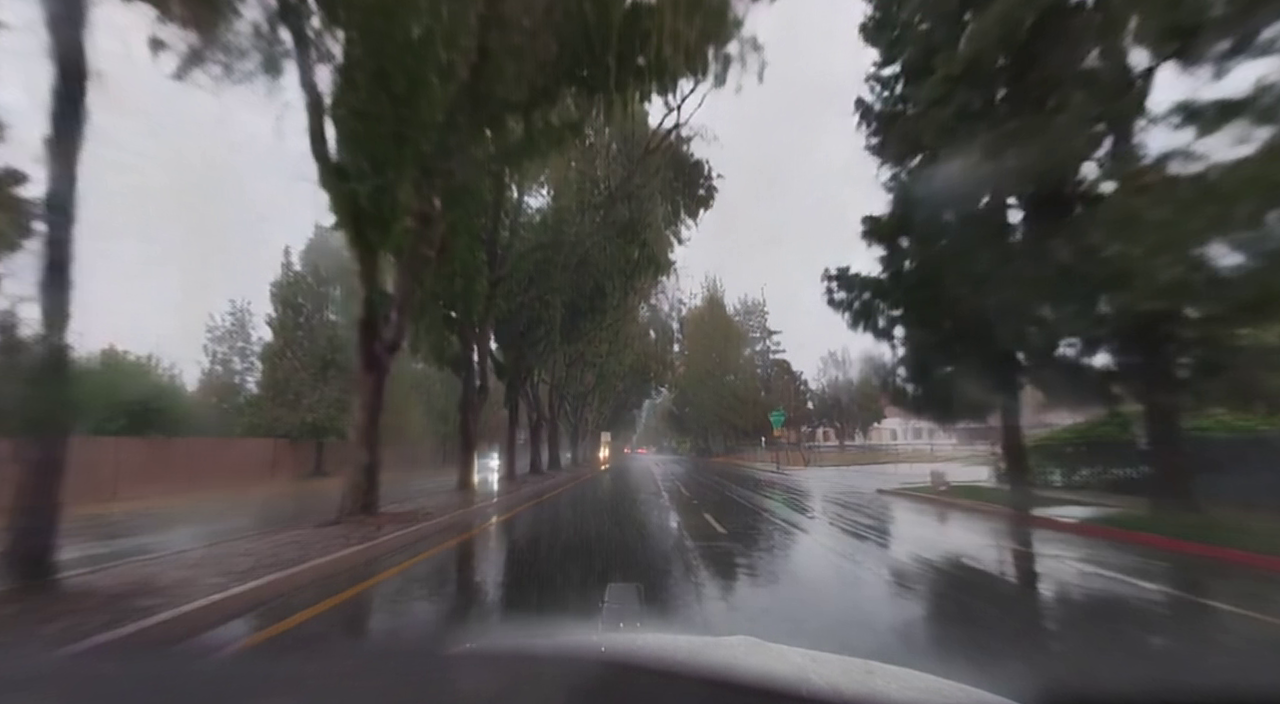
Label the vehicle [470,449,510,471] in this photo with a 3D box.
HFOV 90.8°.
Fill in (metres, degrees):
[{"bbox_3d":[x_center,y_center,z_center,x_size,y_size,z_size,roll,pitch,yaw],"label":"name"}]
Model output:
[{"bbox_3d":[-11.112,8.003,47.047,1.825,1.473,4.357,0,-9,0],"label":"vehicle"}]
